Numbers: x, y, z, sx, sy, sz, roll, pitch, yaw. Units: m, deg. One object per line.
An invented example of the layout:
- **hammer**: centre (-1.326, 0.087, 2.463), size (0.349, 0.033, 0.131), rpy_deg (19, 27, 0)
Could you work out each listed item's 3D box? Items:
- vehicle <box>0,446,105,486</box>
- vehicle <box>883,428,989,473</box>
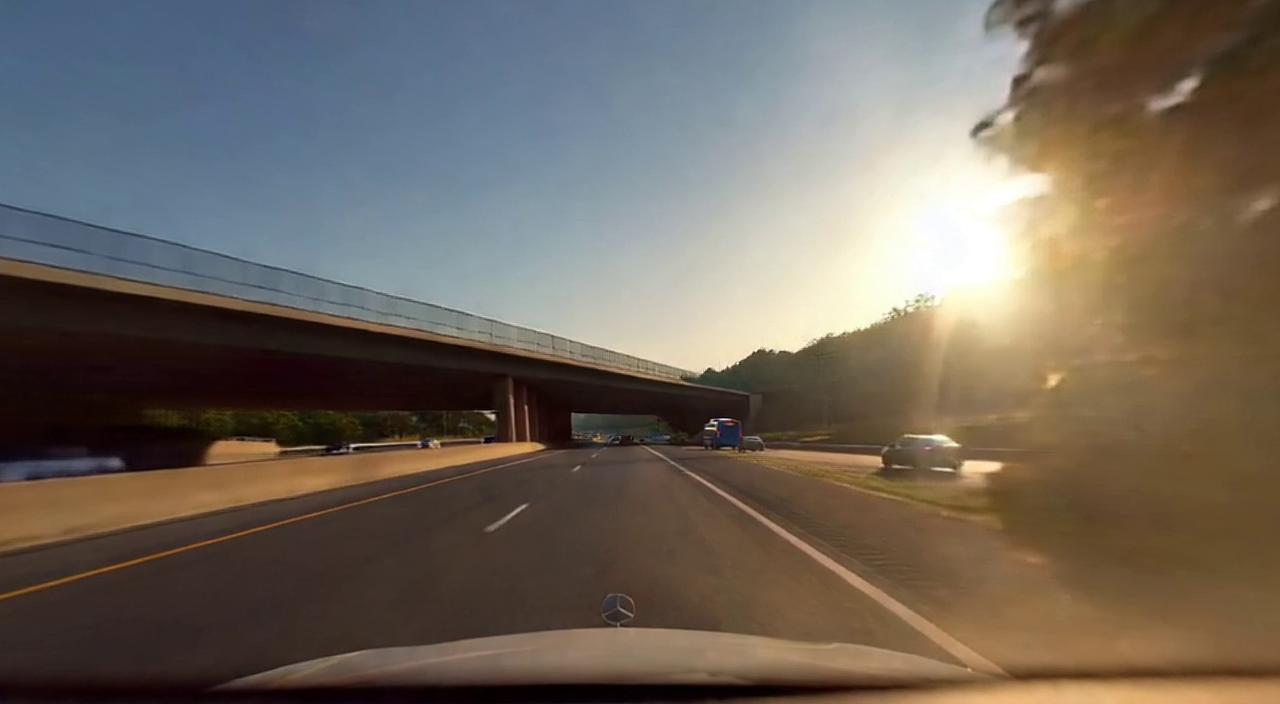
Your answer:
- **vehicle**: centre (-24.966, 4.735, 26.370), size (1.749, 1.450, 3.862), rpy_deg (0, -8, -3)
- **vehicle**: centre (10.464, 3.481, 22.567), size (1.880, 1.460, 3.770), rpy_deg (0, -8, -2)
